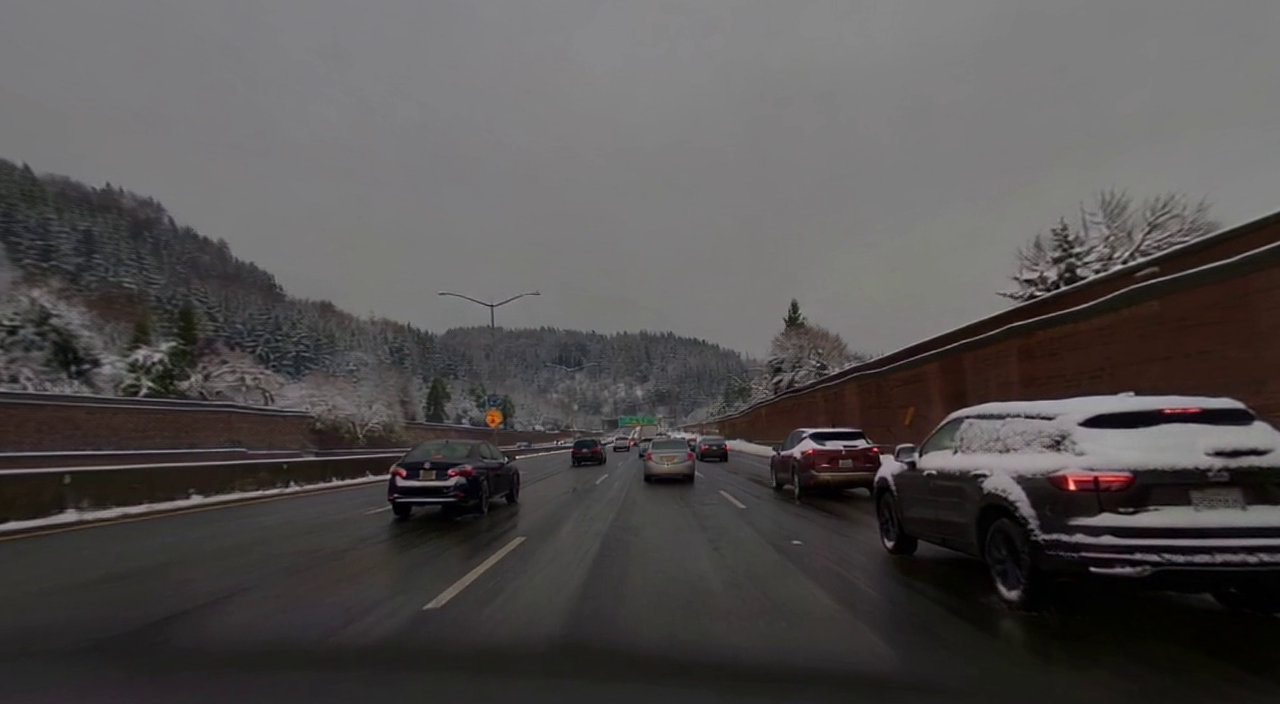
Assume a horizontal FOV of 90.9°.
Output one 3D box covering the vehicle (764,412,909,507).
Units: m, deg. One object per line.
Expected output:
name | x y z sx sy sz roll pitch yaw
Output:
vehicle | 4.389 2.489 14.991 1.970 1.872 4.575 0 -8 0

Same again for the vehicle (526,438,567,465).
vehicle | -6.485 6.930 44.263 2.055 1.751 4.825 0 -8 2

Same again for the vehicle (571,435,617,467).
vehicle | -2.642 5.850 37.519 2.154 1.793 4.736 0 -8 2

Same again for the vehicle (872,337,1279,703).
vehicle | 3.771 1.133 5.381 1.930 1.831 4.344 0 -8 0

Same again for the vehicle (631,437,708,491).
vehicle | 0.773 3.362 19.374 2.105 1.471 3.978 0 -8 -1

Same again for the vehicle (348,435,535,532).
vehicle | -3.379 2.308 11.791 1.961 1.456 4.362 0 -8 2

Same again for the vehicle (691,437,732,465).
vehicle | 4.016 5.643 36.167 1.855 1.513 3.915 0 -8 0
